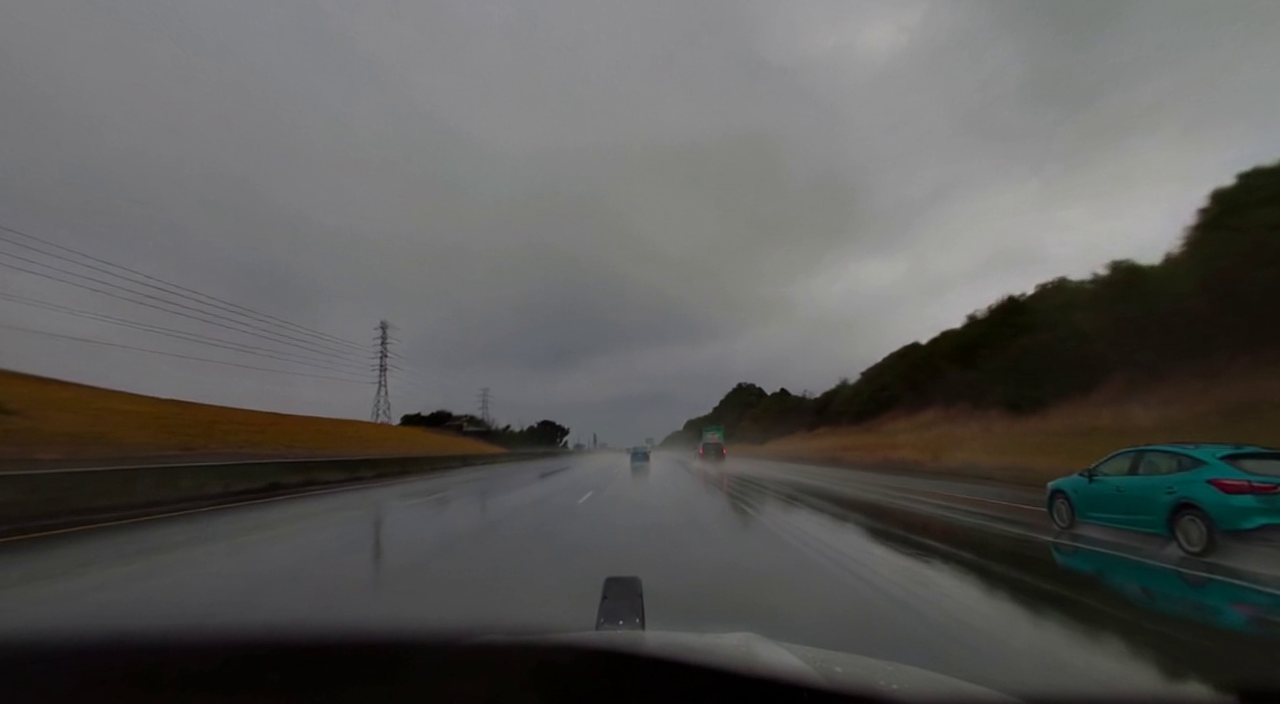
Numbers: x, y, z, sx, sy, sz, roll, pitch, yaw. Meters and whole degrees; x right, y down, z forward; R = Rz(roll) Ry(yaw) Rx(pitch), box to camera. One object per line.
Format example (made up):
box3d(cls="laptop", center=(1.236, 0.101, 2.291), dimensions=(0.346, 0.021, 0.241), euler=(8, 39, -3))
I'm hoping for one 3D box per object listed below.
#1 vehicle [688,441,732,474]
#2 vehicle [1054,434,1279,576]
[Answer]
box3d(cls="vehicle", center=(4.096, 6.210, 37.414), dimensions=(2.159, 1.782, 4.673), euler=(0, -8, 1))
box3d(cls="vehicle", center=(8.047, 1.892, 8.273), dimensions=(1.970, 1.545, 4.818), euler=(0, -8, 1))
